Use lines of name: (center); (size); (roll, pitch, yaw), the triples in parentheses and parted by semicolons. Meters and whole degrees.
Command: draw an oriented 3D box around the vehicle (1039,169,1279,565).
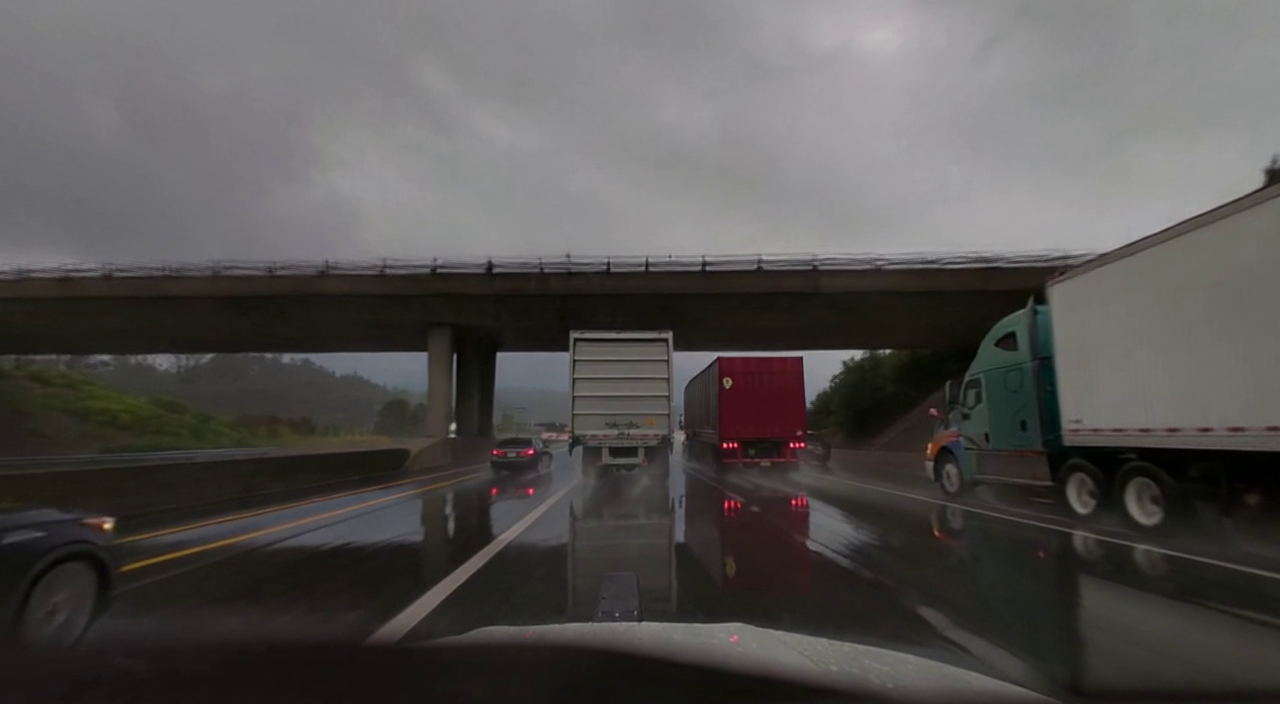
vehicle: (8.242, -0.229, 3.776); (3.000, 4.114, 13.063); (0, -8, -1)

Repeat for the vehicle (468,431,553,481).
vehicle: (-4.193, 3.425, 21.085); (2.049, 1.483, 3.786); (0, -8, 0)

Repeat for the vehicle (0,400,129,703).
vehicle: (-3.511, 0.688, 0.770); (1.894, 1.460, 4.662); (0, -8, 0)

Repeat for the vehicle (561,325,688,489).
vehicle: (-0.581, 2.057, 20.925); (3.090, 4.065, 10.702); (0, -8, -2)

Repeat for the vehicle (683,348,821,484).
vehicle: (3.584, 2.585, 23.825); (2.817, 3.886, 11.491); (0, -8, -2)
